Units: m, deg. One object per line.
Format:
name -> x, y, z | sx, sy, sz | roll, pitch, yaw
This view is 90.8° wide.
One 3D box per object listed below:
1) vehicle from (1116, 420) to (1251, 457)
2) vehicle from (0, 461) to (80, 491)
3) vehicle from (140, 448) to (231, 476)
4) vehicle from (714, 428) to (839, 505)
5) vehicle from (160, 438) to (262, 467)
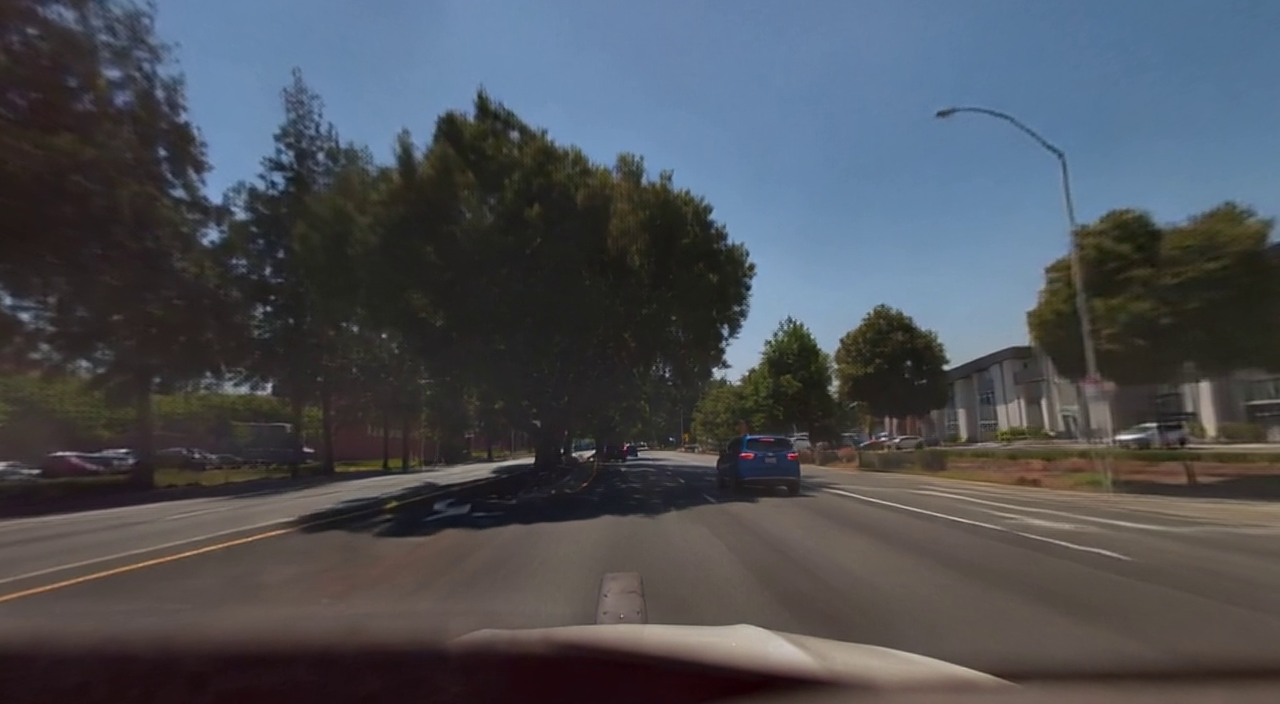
vehicle -> 34.435, 5.456, 40.123 | 6.681, 2.063, 2.342 | -1, -8, -6
vehicle -> -30.394, 6.072, 31.057 | 3.840, 1.393, 1.911 | 0, -9, -2
vehicle -> -30.069, 7.281, 41.896 | 4.399, 1.729, 2.076 | 0, -9, 0
vehicle -> 3.227, 2.825, 15.978 | 2.060, 1.665, 4.284 | 0, -9, -2
vehicle -> -30.215, 7.090, 44.641 | 5.496, 1.884, 2.189 | 1, -8, -1
